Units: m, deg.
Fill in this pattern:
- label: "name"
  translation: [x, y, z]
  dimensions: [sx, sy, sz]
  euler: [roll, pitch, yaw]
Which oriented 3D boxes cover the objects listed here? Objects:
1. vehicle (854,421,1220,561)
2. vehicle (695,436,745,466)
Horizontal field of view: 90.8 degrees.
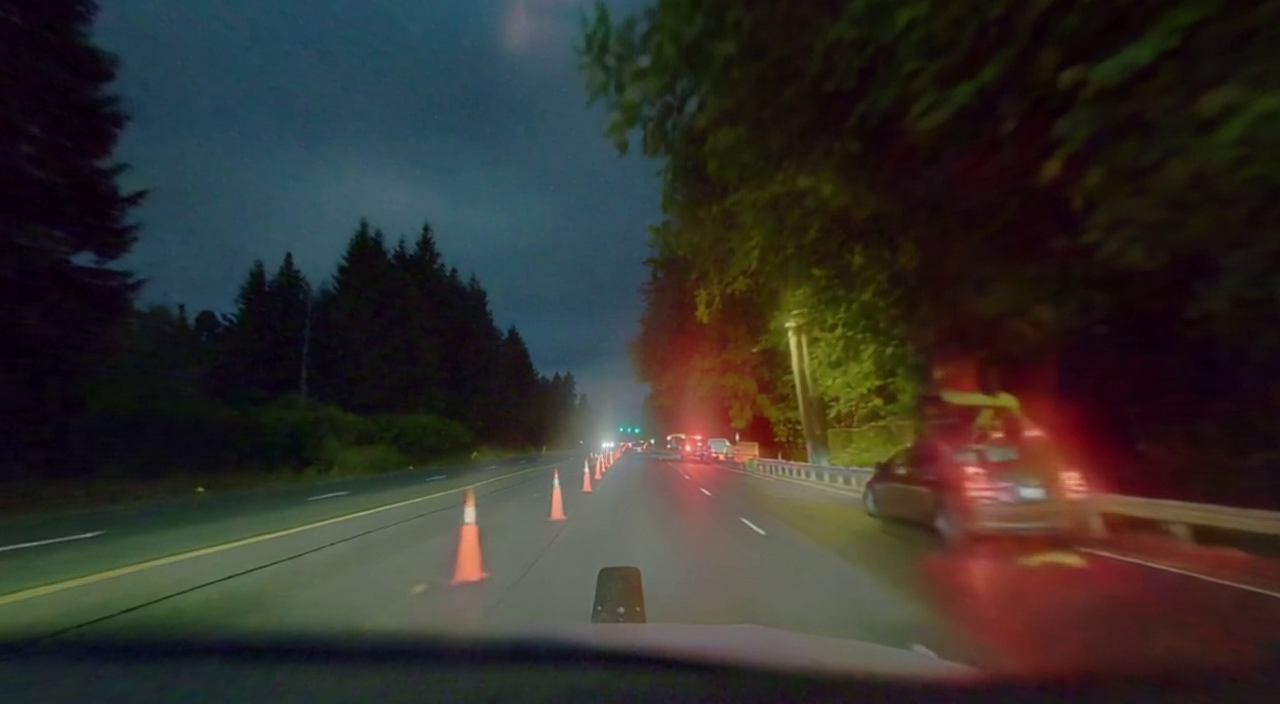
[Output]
- label: "vehicle"
  translation: [5.719, 2.080, 10.463]
  dimensions: [2.324, 1.655, 5.738]
  euler: [0, -8, 0]
- label: "vehicle"
  translation: [5.647, 7.105, 45.537]
  dimensions: [2.294, 1.949, 6.246]
  euler: [1, -8, -5]
